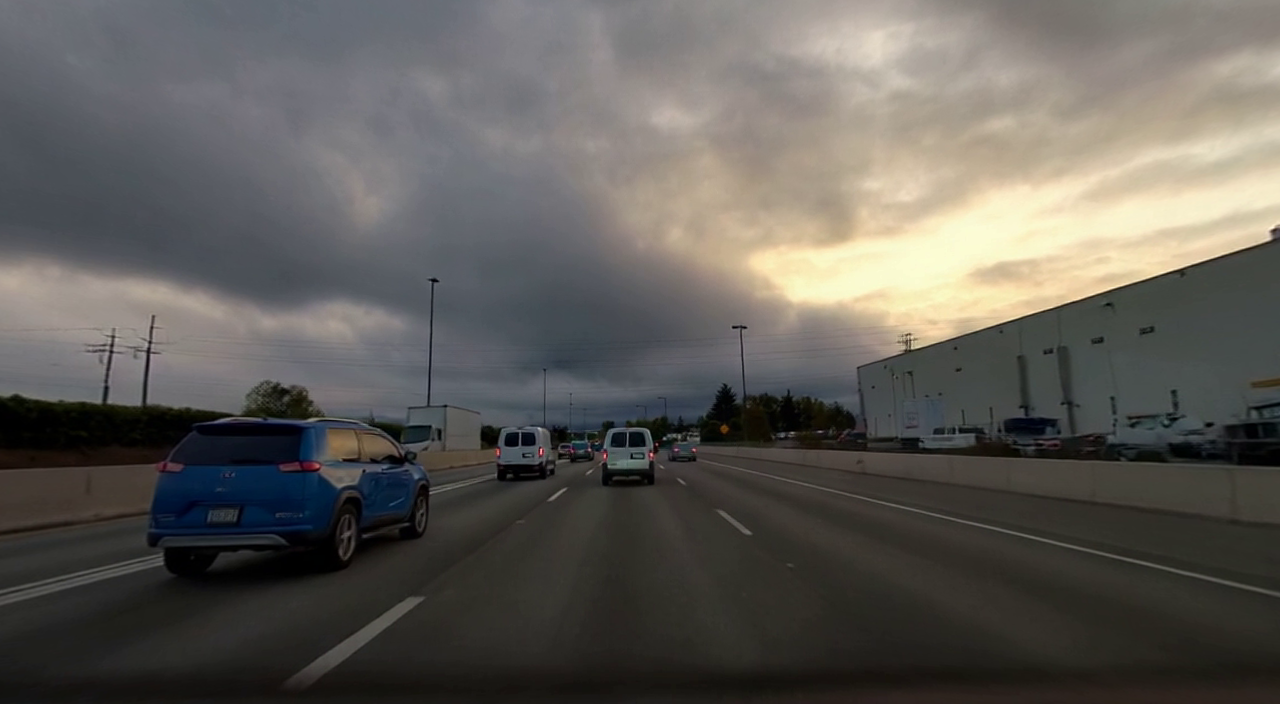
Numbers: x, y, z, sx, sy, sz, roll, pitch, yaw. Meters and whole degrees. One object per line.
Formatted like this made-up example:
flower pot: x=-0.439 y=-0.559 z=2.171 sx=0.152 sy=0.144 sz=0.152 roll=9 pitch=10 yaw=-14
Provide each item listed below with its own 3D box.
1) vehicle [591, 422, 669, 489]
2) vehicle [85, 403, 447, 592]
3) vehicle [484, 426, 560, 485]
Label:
vehicle: x=-0.345 y=3.366 z=20.748 sx=2.304 sy=1.925 sz=4.282 roll=0 pitch=-8 yaw=-1
vehicle: x=-4.110 y=1.640 z=8.018 sx=1.972 sy=1.703 sz=4.333 roll=0 pitch=-8 yaw=-1
vehicle: x=-4.205 y=3.745 z=23.160 sx=2.038 sy=1.936 sz=4.300 roll=0 pitch=-8 yaw=-1
